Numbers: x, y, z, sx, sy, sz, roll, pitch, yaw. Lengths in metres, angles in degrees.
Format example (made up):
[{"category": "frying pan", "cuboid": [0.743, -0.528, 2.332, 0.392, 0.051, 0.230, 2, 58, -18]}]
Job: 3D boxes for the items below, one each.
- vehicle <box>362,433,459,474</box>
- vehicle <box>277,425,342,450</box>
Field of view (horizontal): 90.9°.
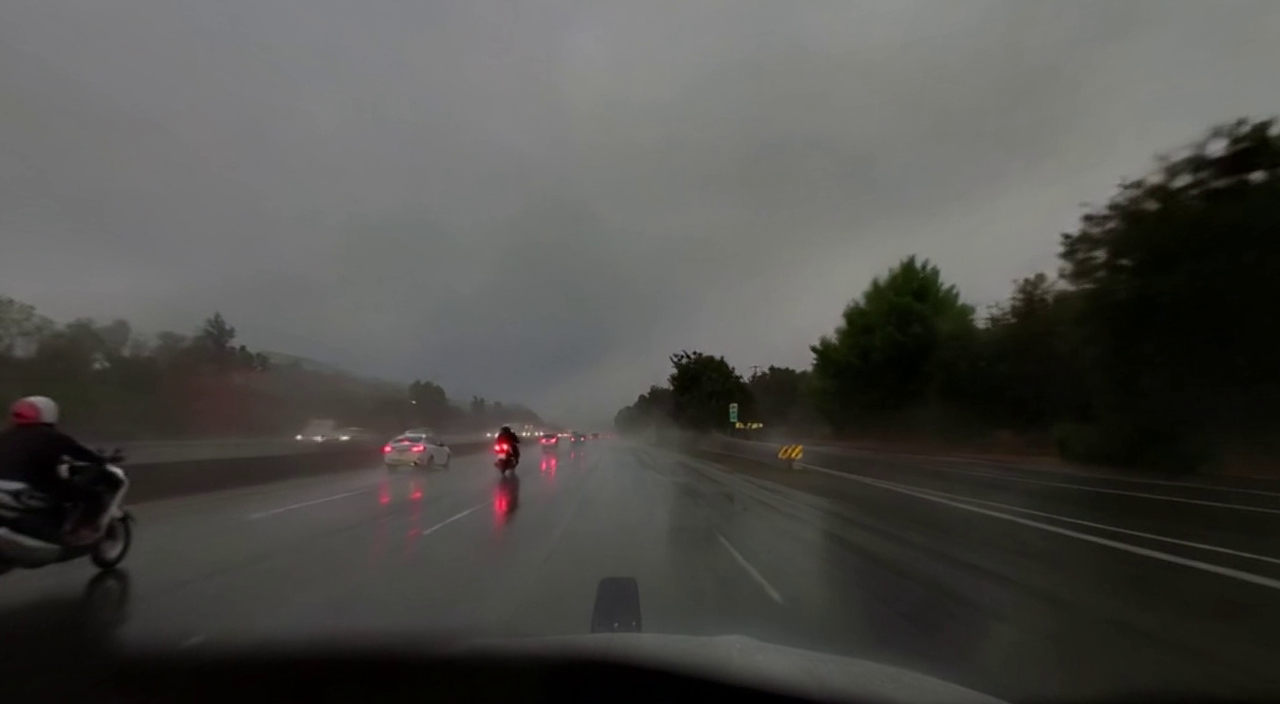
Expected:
[{"category": "vehicle", "cuboid": [-8.673, 3.868, 24.336, 2.053, 1.409, 4.704, 0, -8, -1]}, {"category": "vehicle", "cuboid": [-21.560, 5.610, 41.297, 1.845, 1.497, 4.587, 0, -8, -1]}]
